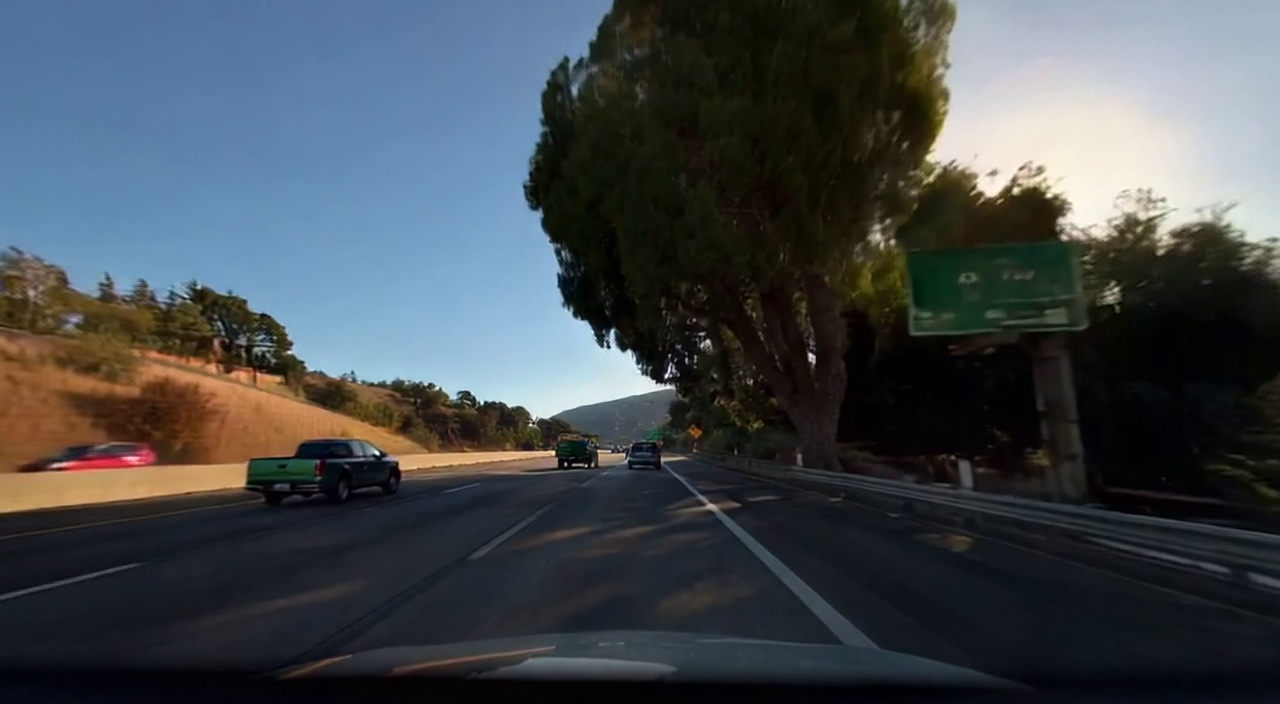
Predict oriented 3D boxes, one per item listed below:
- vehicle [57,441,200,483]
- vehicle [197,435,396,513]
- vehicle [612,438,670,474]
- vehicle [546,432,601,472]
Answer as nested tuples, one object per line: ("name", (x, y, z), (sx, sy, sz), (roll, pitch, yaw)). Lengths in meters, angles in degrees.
("vehicle", (-21.773, 4.692, 27.144), (2.029, 1.630, 4.827), (0, -9, 1))
("vehicle", (-7.788, 2.786, 14.907), (2.149, 1.526, 4.361), (0, -9, 1))
("vehicle", (0.098, 5.265, 32.205), (2.715, 1.669, 5.163), (0, -9, 1))
("vehicle", (-3.472, 5.380, 33.966), (2.250, 1.947, 4.860), (0, -9, 2))
